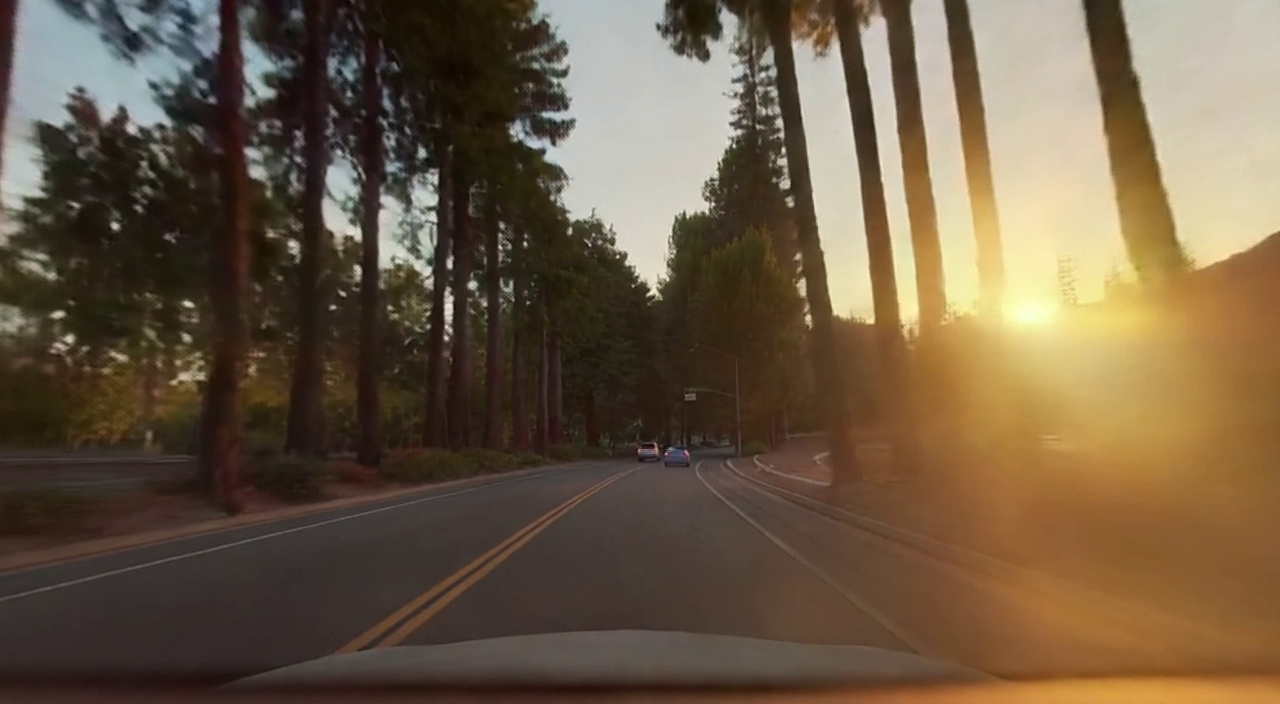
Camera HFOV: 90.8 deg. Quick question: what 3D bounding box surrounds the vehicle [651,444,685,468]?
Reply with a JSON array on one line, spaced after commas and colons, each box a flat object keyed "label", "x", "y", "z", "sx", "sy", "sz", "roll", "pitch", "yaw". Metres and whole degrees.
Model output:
[{"label": "vehicle", "x": 1.900, "y": 6.881, "z": 42.037, "sx": 2.071, "sy": 1.474, "sz": 4.047, "roll": -1, "pitch": -8, "yaw": 5}]
